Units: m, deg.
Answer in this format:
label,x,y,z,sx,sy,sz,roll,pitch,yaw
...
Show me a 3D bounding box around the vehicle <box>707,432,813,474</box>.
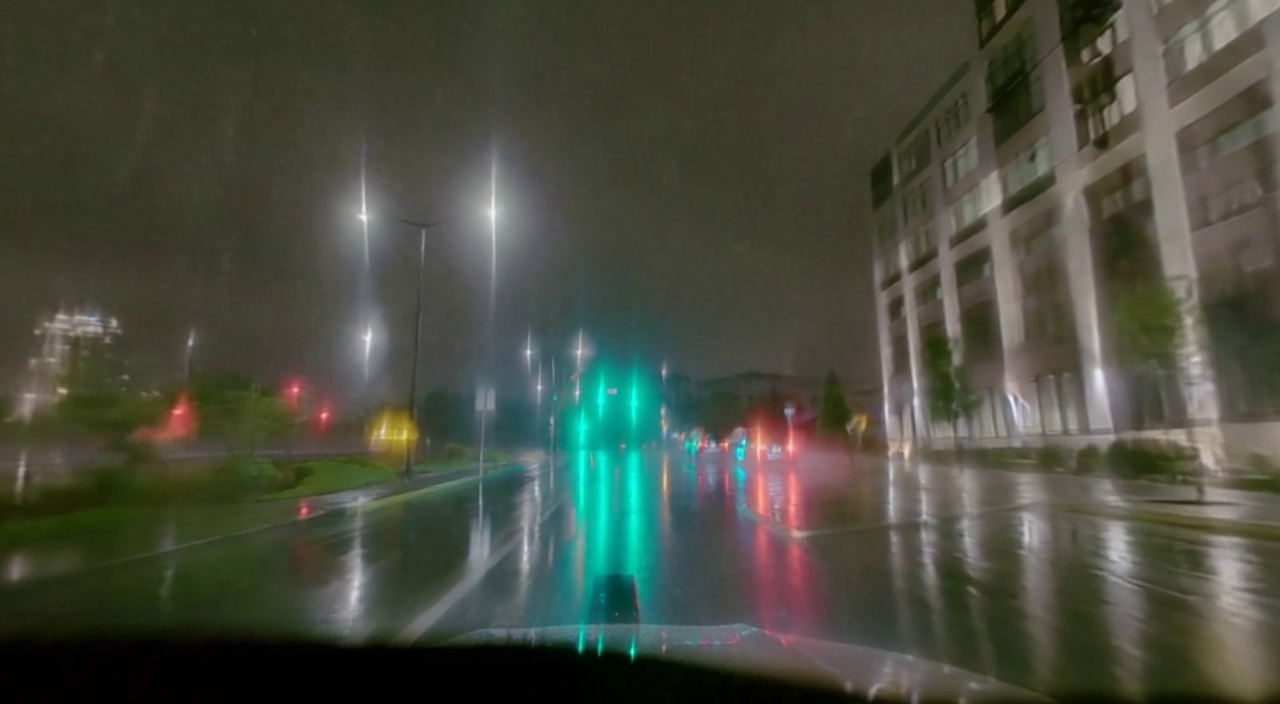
label,x,y,z,sx,sy,sz,roll,pitch,yaw
vehicle,4.758,3.936,24.882,3.844,1.524,1.847,4,-9,-32
